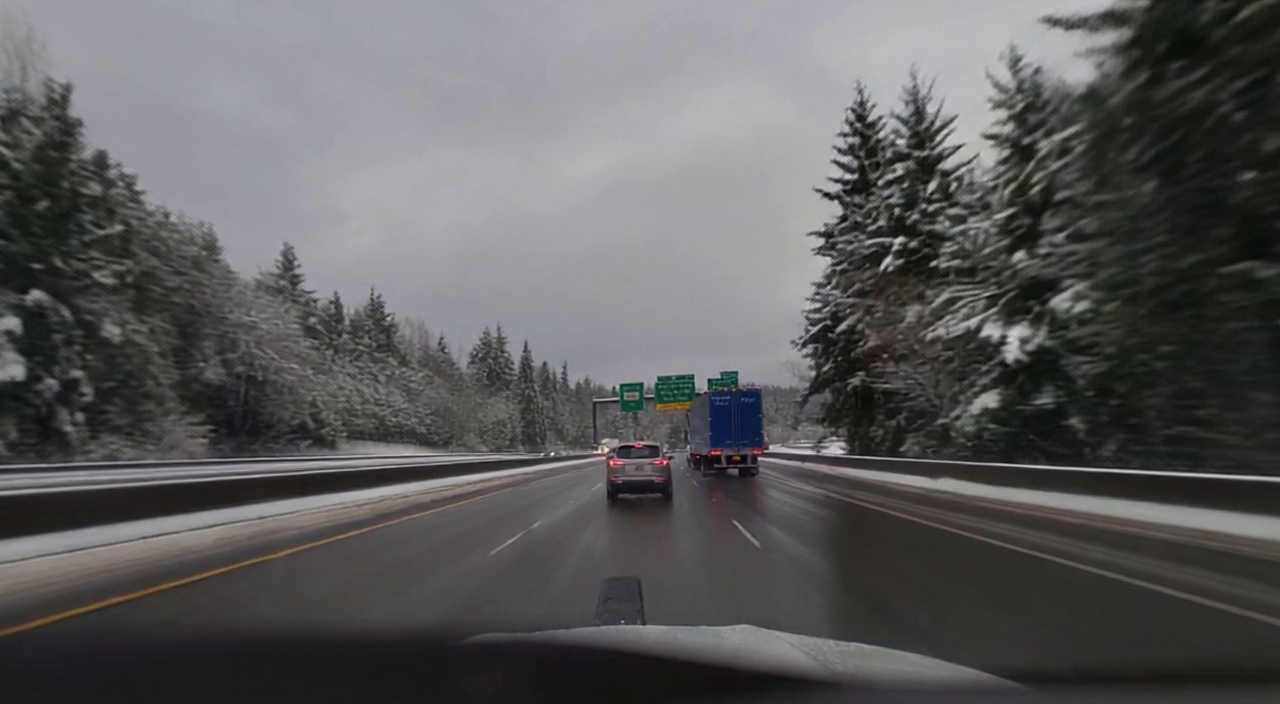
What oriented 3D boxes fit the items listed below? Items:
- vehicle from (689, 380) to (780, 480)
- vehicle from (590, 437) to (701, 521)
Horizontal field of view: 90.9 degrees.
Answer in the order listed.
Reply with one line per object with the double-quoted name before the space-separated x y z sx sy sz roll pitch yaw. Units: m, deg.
"vehicle" 4.344 4.250 32.480 2.960 4.018 13.834 0 -9 2
"vehicle" 0.135 2.714 14.005 2.039 1.532 4.610 0 -9 1
